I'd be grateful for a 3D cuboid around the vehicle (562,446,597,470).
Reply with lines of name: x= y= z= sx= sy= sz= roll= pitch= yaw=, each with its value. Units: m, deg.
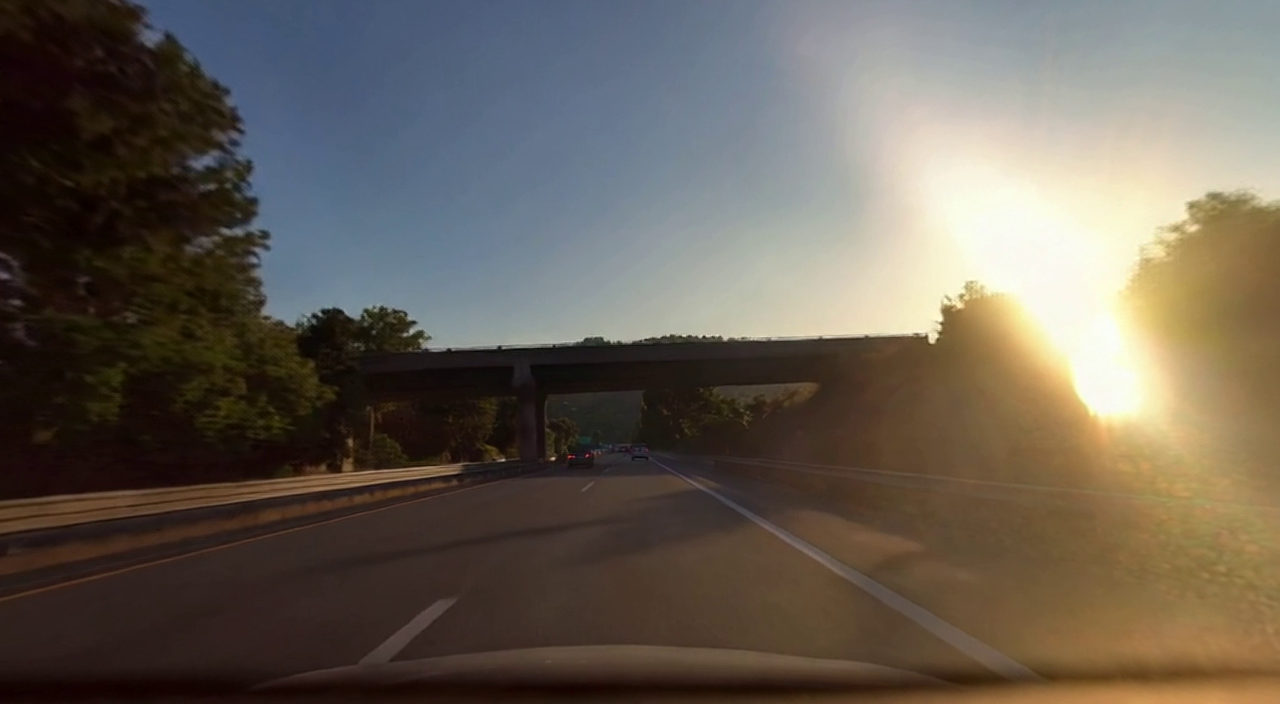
vehicle: x=-4.395 y=7.784 z=46.521 sx=2.076 sy=1.637 sz=4.526 roll=0 pitch=-9 yaw=0
